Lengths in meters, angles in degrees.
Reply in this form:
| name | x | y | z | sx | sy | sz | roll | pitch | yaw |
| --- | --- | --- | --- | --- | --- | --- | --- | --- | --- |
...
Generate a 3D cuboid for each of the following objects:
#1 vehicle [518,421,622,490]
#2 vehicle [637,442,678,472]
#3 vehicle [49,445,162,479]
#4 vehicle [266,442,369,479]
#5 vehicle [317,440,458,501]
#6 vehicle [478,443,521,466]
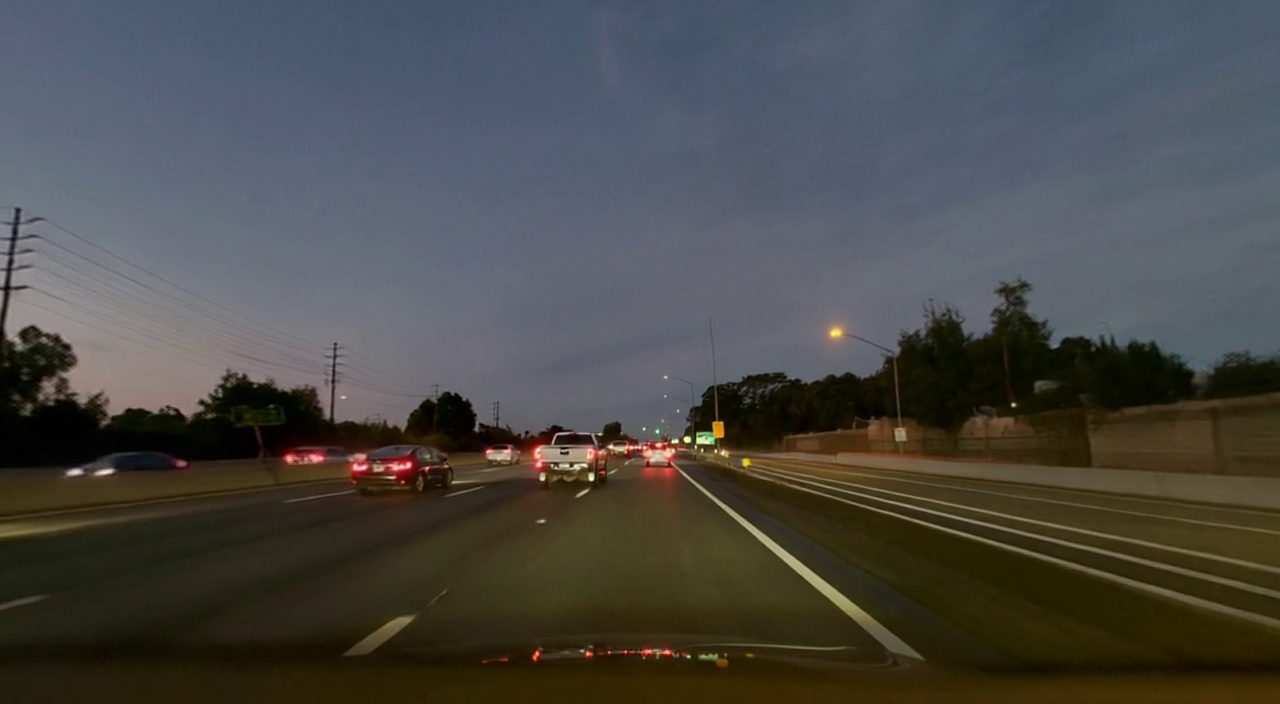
| name | x | y | z | sx | sy | sz | roll | pitch | yaw |
| --- | --- | --- | --- | --- | --- | --- | --- | --- | --- |
| vehicle | -2.259 | 3.662 | 22.645 | 2.815 | 2.092 | 6.526 | 0 | -8 | 2 |
| vehicle | 0.869 | 5.542 | 33.419 | 2.013 | 1.444 | 4.447 | 0 | -8 | 0 |
| vehicle | -24.258 | 4.995 | 28.689 | 1.716 | 1.424 | 3.862 | 0 | -9 | 1 |
| vehicle | -14.158 | 4.780 | 27.910 | 1.938 | 1.475 | 4.760 | 0 | -8 | 2 |
| vehicle | -6.853 | 3.234 | 17.658 | 1.964 | 1.481 | 4.425 | -1 | -8 | 2 |
| vehicle | -9.817 | 7.171 | 44.172 | 1.915 | 1.472 | 4.502 | -1 | -8 | 2 |
